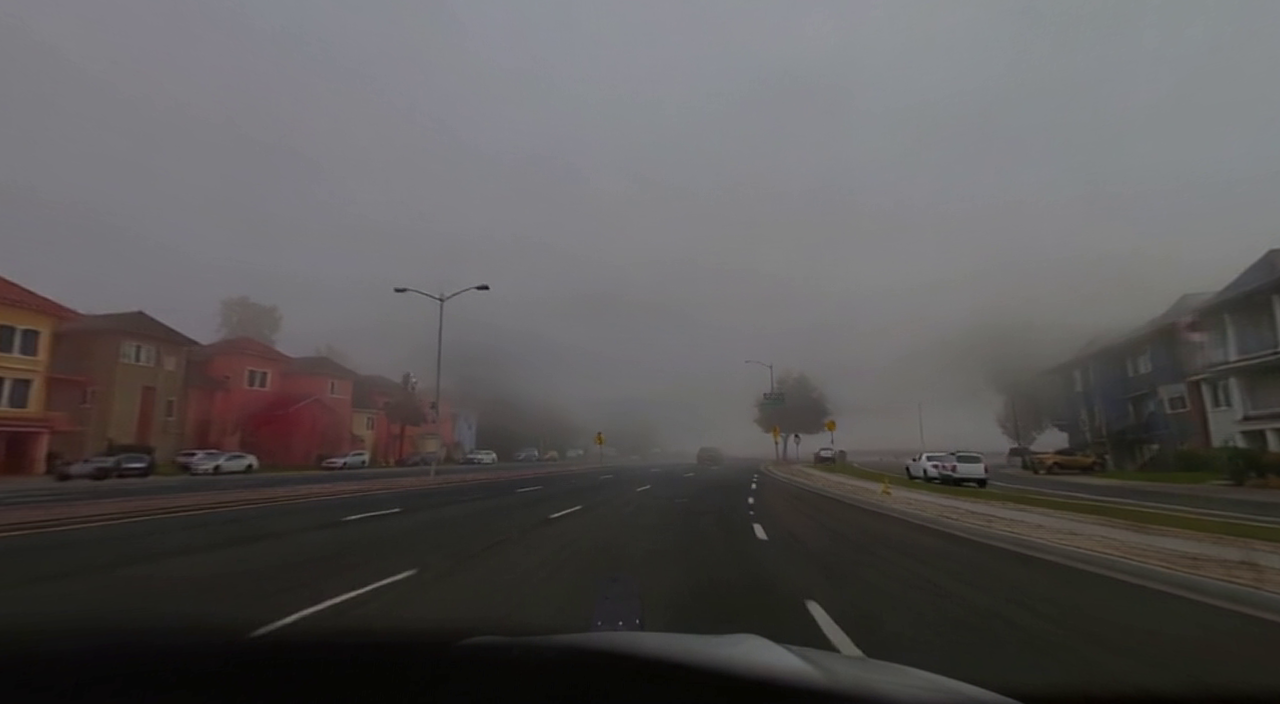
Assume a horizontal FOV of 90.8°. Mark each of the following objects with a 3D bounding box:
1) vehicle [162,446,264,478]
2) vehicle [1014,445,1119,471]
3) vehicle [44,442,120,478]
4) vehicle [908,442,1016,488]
[{"bbox_3d":[-26.007,6.704,38.731,2.013,1.792,4.950,-2,-9,14],"label":"vehicle"},{"bbox_3d":[25.312,6.289,37.616,4.669,1.517,1.993,-1,-9,6],"label":"vehicle"},{"bbox_3d":[-32.476,6.273,36.721,4.799,1.651,2.268,-10,-7,35],"label":"vehicle"},{"bbox_3d":[12.209,4.434,24.360,1.988,1.487,4.479,-2,-13,3],"label":"vehicle"}]
